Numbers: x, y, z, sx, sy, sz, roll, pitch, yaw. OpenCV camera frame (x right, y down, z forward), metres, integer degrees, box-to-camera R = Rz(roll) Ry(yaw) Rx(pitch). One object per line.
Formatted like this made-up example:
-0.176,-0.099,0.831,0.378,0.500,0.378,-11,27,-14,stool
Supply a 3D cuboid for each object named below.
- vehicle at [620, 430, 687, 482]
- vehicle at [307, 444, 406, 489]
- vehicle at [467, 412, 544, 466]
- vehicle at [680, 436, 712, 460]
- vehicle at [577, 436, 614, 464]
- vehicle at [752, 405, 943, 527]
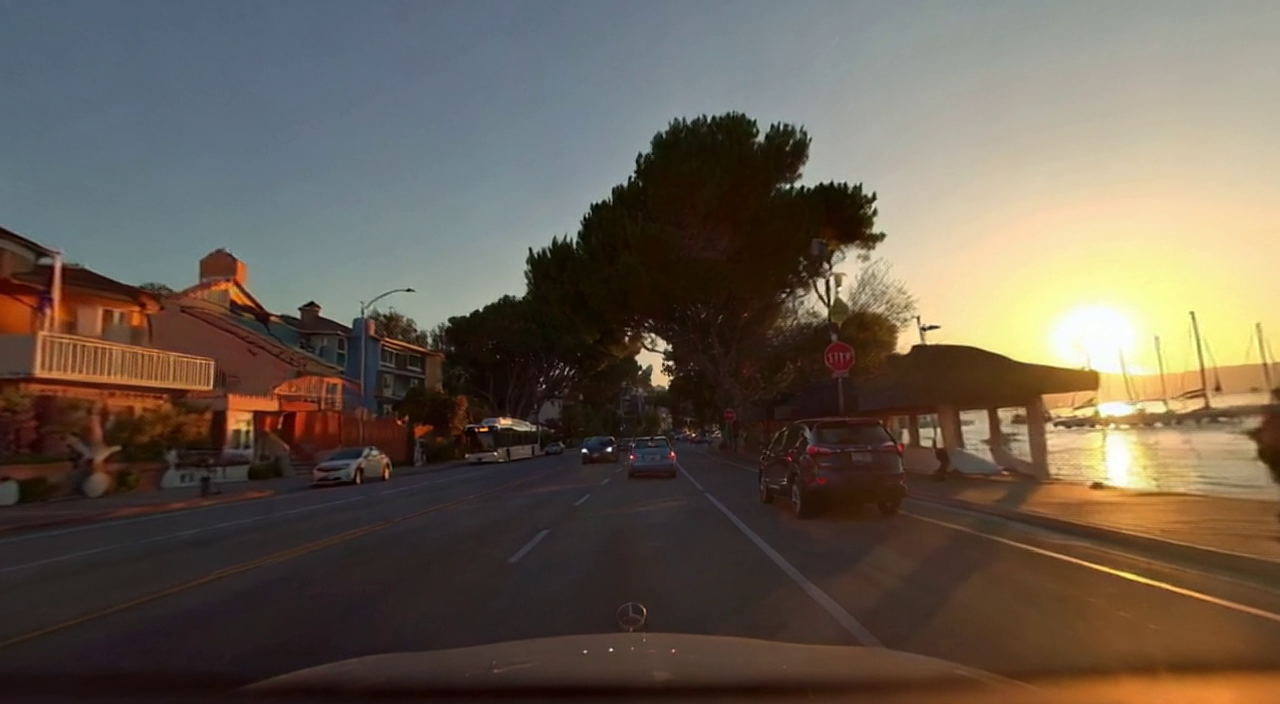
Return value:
0.430,3.636,22.198,2.132,1.632,3.838,0,-8,0,vehicle
-10.349,4.186,23.360,1.731,1.489,3.841,-1,-8,3,vehicle
-9.410,6.293,45.435,2.995,3.421,9.259,-1,-8,3,vehicle
4.001,6.935,45.662,1.876,1.626,3.851,0,-8,-1,vehicle
-2.762,6.178,40.007,1.929,1.648,4.114,-1,-8,2,vehicle
3.495,2.032,11.688,2.000,1.809,4.405,0,-8,0,vehicle
